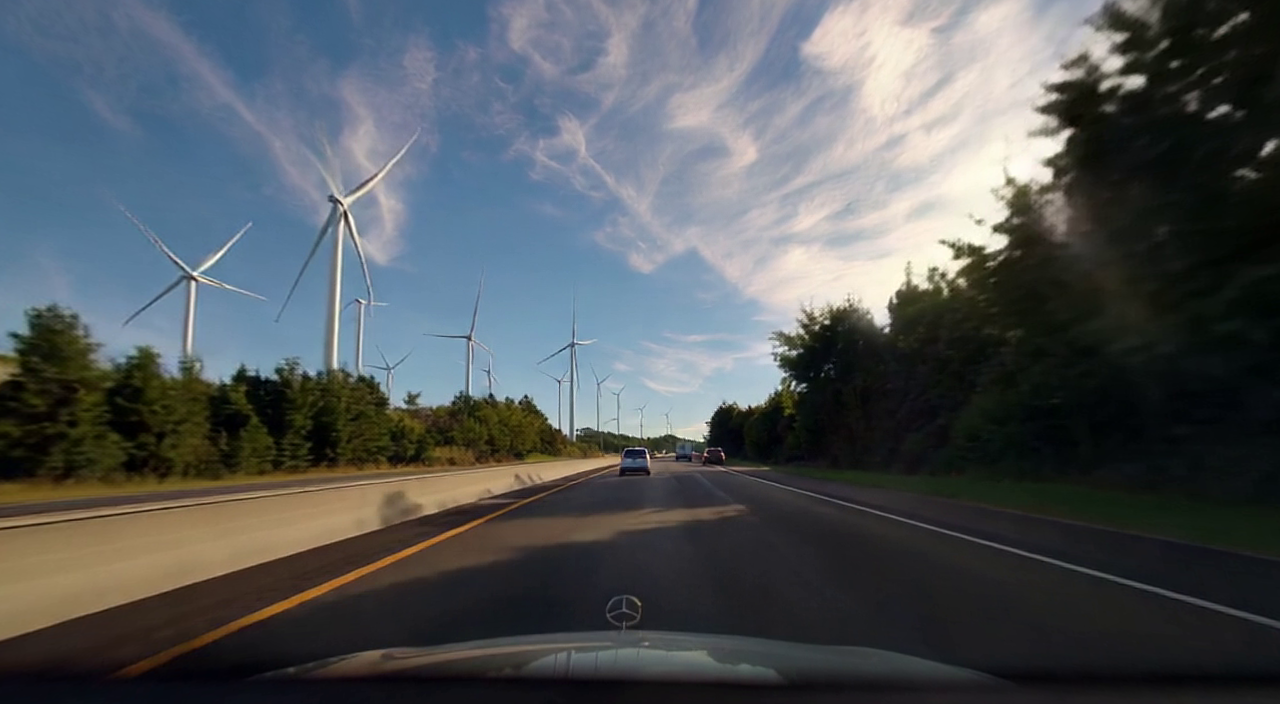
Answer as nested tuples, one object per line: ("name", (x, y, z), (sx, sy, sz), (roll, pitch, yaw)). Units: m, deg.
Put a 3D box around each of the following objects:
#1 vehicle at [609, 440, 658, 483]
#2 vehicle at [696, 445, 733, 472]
("vehicle", (-0.227, 4.869, 28.212), (2.038, 1.723, 4.150), (0, -9, 1))
("vehicle", (4.986, 7.185, 42.579), (2.040, 1.721, 4.507), (0, -9, 1))
